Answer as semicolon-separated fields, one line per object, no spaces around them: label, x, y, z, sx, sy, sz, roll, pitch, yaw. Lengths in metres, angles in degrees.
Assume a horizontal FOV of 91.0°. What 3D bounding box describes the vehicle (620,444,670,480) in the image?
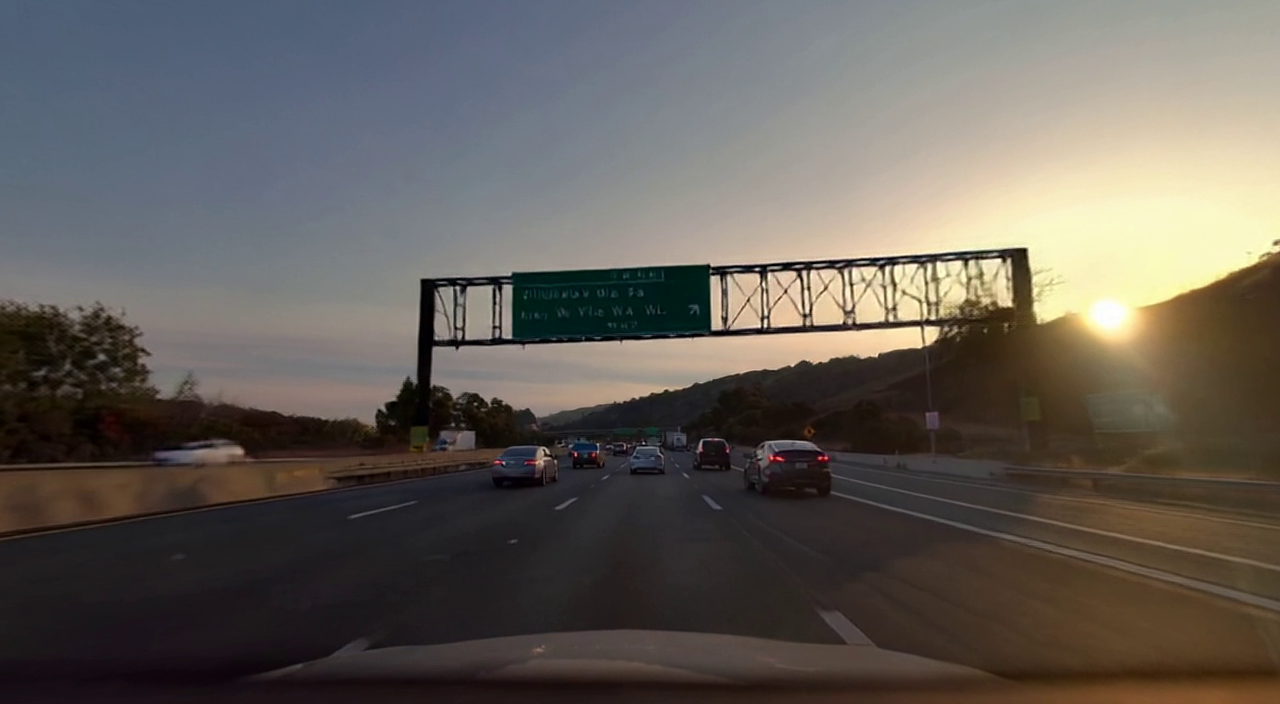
vehicle;0.244;4.890;28.280;2.071;1.478;4.130;0;-9;1

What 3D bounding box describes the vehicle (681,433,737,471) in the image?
vehicle;4.133;6.224;39.136;2.802;2.151;6.579;0;-9;1

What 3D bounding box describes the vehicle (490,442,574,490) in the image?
vehicle;-3.647;3.957;22.158;1.996;1.488;4.451;0;-9;2

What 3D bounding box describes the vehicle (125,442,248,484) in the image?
vehicle;-19.845;4.861;27.873;2.033;1.684;4.440;0;-9;1

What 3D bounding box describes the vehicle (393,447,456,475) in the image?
vehicle;-12.067;6.114;35.519;1.908;1.506;4.253;0;-9;2

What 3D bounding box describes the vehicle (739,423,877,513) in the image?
vehicle;3.652;2.623;14.602;2.045;1.768;4.249;0;-9;0
